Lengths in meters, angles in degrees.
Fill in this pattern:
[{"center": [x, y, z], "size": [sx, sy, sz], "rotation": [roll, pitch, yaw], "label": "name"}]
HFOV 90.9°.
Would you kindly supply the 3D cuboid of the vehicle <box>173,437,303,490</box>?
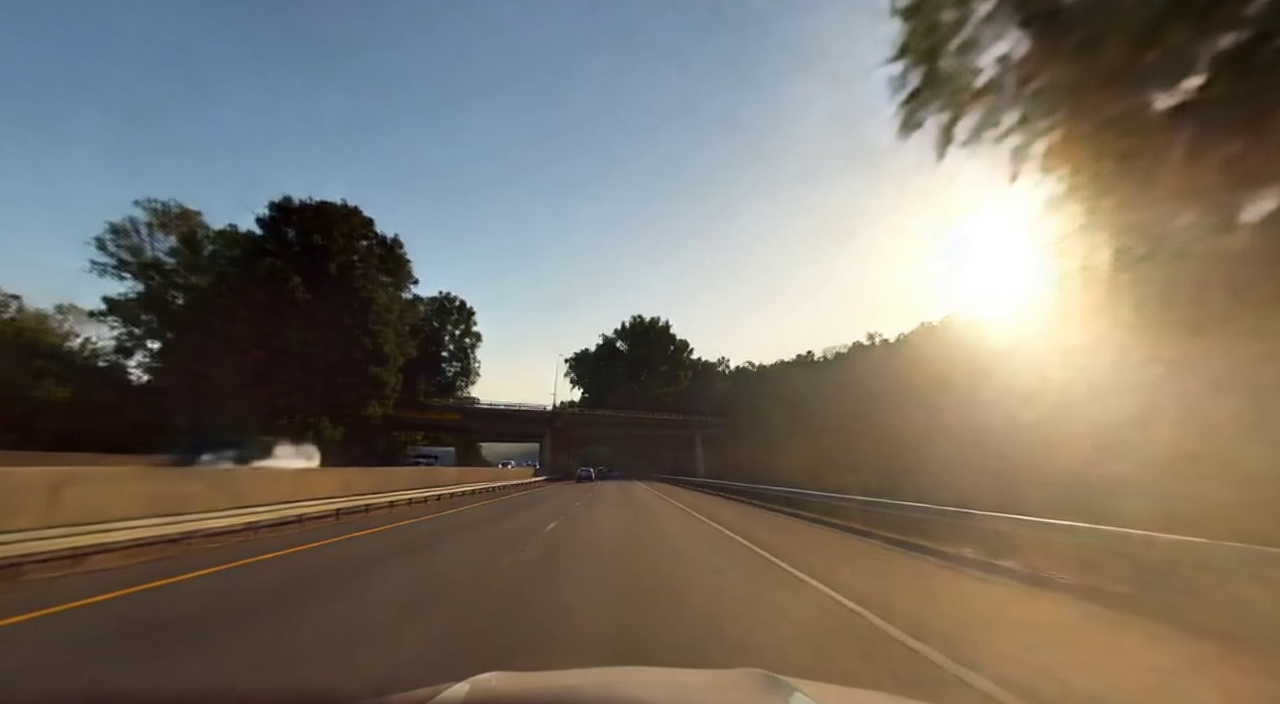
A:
[{"center": [-12.876, 3.624, 20.504], "size": [1.768, 1.511, 3.826], "rotation": [1, -10, -2], "label": "vehicle"}]
